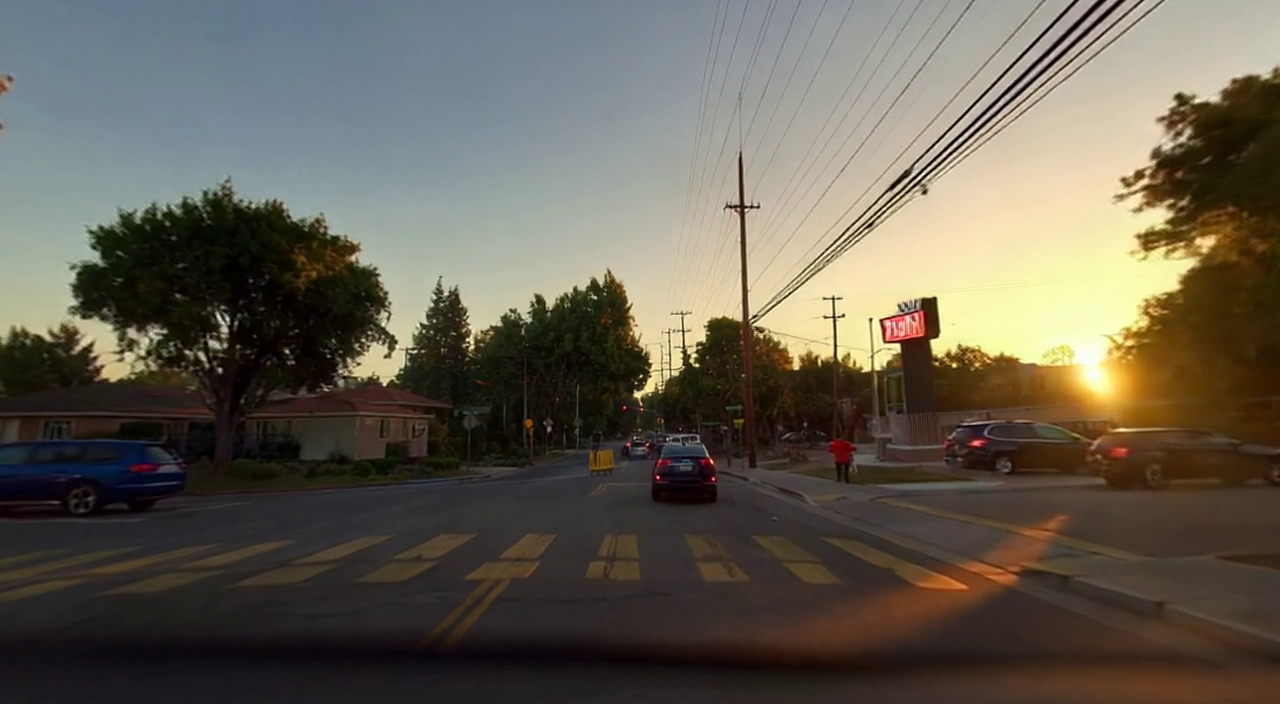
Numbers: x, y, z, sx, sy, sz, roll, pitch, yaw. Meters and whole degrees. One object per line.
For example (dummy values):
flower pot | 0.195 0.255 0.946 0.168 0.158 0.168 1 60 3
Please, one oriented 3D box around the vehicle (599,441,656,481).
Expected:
vehicle | -0.574 4.211 24.660 1.874 1.427 3.976 1 -9 -6

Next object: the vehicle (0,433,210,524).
vehicle | -13.779 2.865 14.612 5.866 1.904 2.197 1 -9 -6

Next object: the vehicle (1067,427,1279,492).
vehicle | 13.170 2.484 14.775 4.872 1.400 1.955 -1 -9 3

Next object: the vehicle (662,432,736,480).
vehicle | 2.429 4.533 27.852 2.553 1.868 5.536 0 -9 -2
